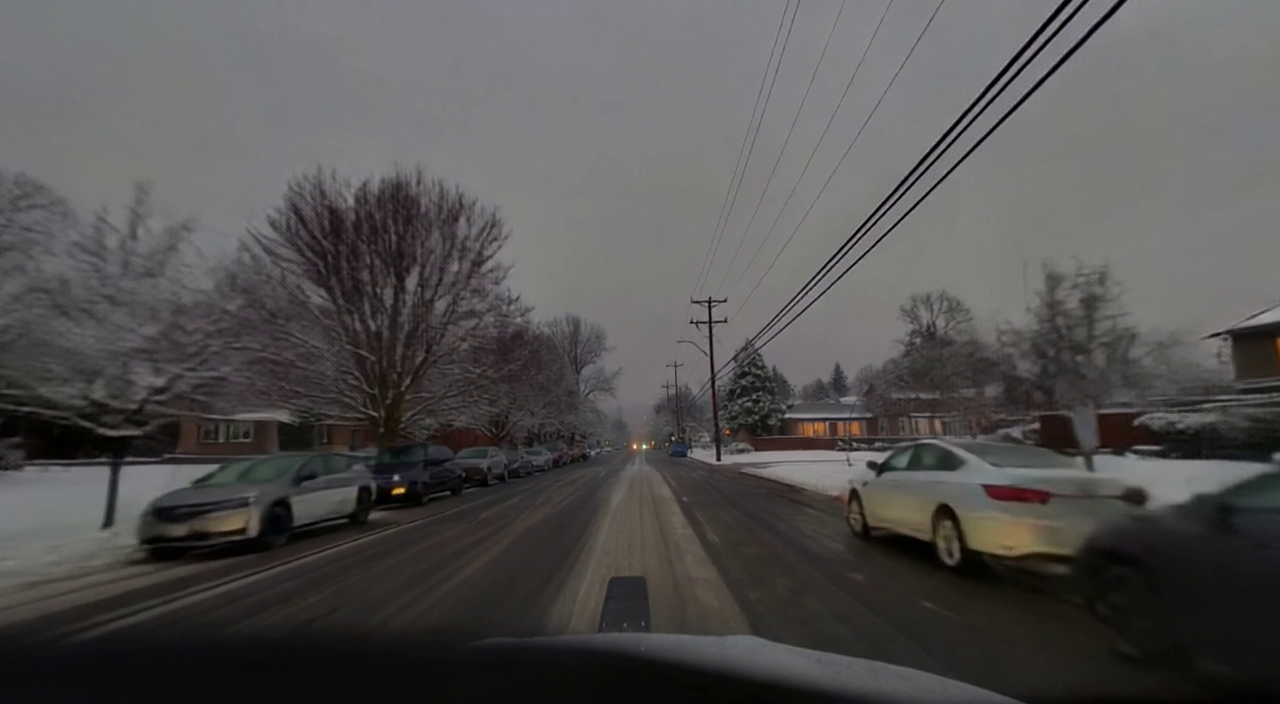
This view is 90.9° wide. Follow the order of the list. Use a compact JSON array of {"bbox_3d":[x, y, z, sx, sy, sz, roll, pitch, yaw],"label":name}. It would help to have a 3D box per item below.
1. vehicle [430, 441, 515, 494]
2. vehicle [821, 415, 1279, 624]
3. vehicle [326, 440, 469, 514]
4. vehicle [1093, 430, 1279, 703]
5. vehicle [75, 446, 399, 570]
[{"bbox_3d":[-6.051,4.183,23.364,1.848,1.698,4.482,0,-8,1],"label":"vehicle"},{"bbox_3d":[3.928,1.681,7.494,2.006,1.607,5.068,0,-9,0],"label":"vehicle"},{"bbox_3d":[-6.118,3.163,16.599,1.932,1.673,4.457,0,-8,1],"label":"vehicle"},{"bbox_3d":[3.714,0.910,1.702,1.851,1.438,4.177,0,-9,0],"label":"vehicle"},{"bbox_3d":[-6.079,2.350,10.473,2.231,1.492,4.727,1,-8,0],"label":"vehicle"}]
